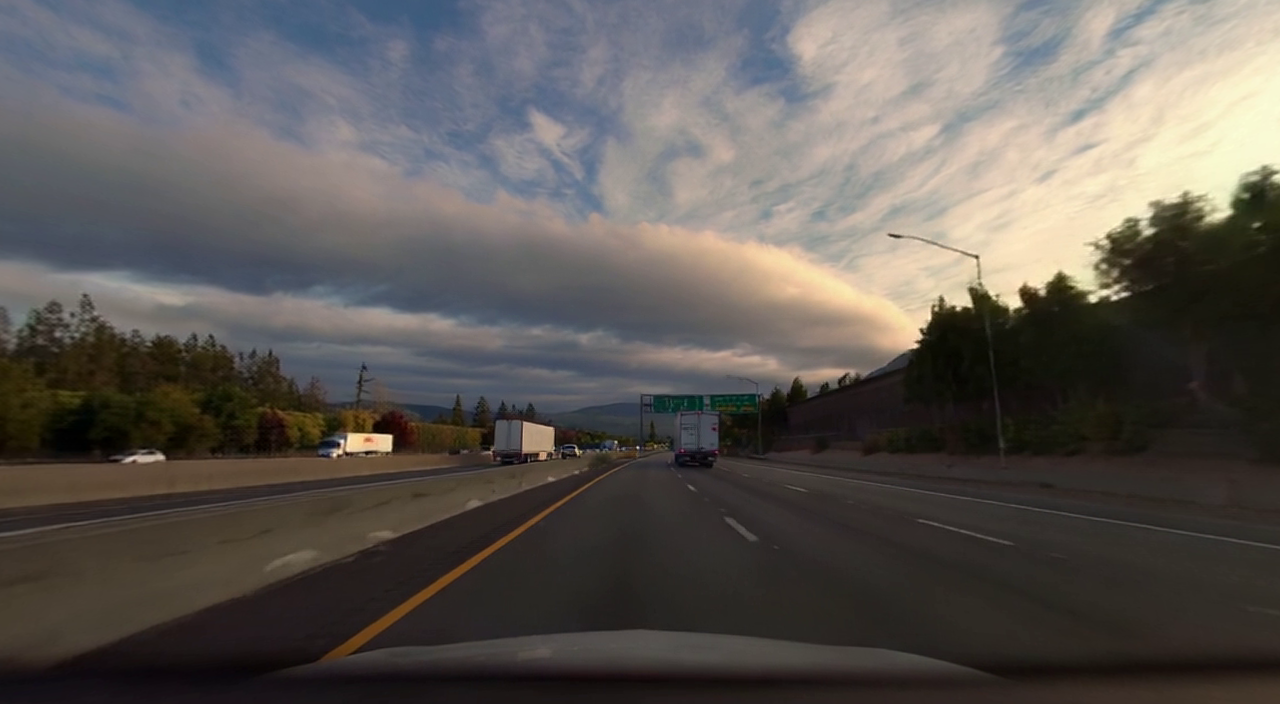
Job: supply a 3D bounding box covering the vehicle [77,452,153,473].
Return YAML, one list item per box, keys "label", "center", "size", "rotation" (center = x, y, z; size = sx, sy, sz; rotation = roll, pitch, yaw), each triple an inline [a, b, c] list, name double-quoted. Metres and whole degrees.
- label: "vehicle"
  center: [-39.658, 8.319, 47.770]
  size: [1.771, 1.472, 4.427]
  rotation: [-1, -9, 3]

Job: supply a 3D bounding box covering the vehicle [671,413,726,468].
- label: "vehicle"
  center: [4.224, 6.956, 48.847]
  size: [2.928, 3.595, 13.975]
  rotation: [0, -9, 0]

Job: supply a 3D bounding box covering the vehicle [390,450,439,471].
- label: "vehicle"
  center: [-16.230, 7.807, 45.563]
  size: [1.833, 1.438, 4.011]
  rotation: [-1, -9, 4]
